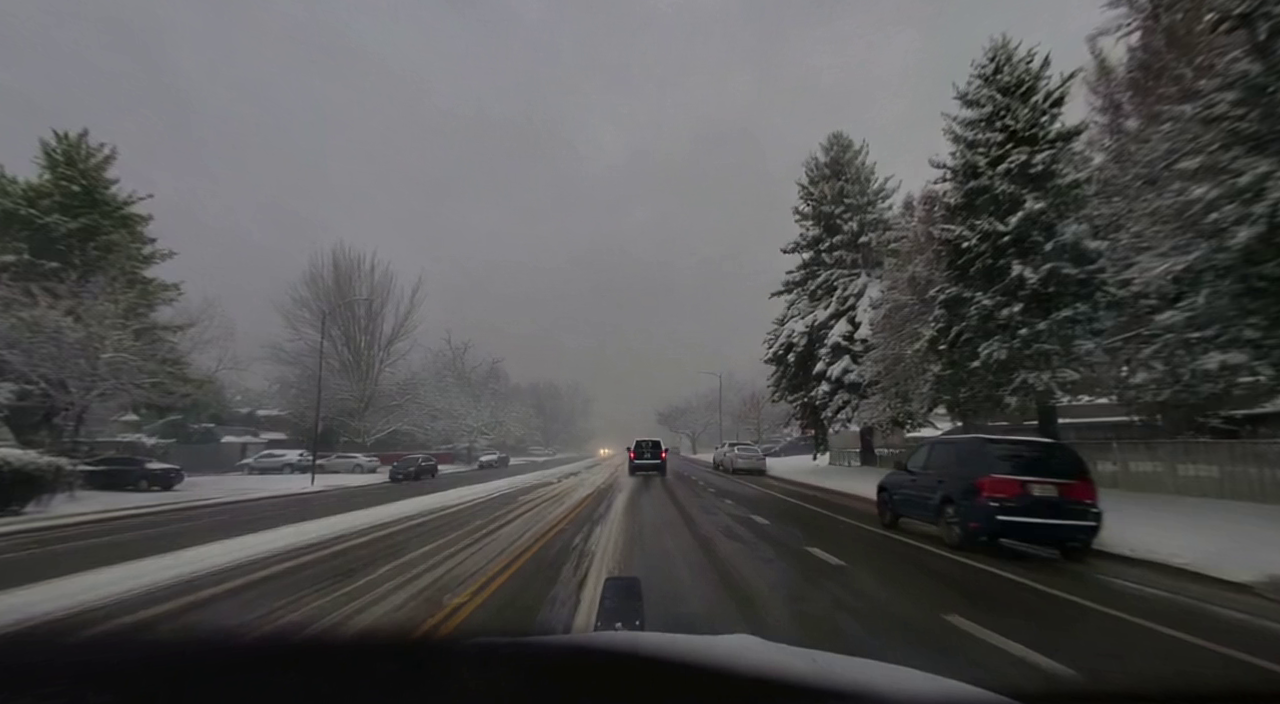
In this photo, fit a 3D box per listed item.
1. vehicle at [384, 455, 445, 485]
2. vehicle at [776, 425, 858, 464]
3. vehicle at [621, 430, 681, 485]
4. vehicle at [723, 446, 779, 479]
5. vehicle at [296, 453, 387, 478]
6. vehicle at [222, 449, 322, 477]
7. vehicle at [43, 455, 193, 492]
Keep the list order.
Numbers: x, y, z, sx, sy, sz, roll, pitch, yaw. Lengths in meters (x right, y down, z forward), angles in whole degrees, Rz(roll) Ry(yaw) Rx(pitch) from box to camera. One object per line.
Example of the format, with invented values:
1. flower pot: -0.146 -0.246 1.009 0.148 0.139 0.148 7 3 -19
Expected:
1. vehicle: -12.098 6.337 34.170 1.920 1.476 3.826 0 -8 -1
2. vehicle: 12.157 6.367 43.612 4.855 2.572 2.358 -1 -8 -1
3. vehicle: 0.402 4.160 25.245 2.153 1.942 4.767 0 -8 0
4. vehicle: 5.236 5.246 30.308 1.902 1.472 4.139 0 -8 -1
5. vehicle: -18.899 7.193 40.136 4.801 1.478 1.883 0 -9 -2
6. vehicle: -24.507 7.394 42.217 5.278 1.780 2.246 0 -8 0
7. vehicle: -22.098 5.156 26.866 4.644 1.459 1.997 0 -8 2
